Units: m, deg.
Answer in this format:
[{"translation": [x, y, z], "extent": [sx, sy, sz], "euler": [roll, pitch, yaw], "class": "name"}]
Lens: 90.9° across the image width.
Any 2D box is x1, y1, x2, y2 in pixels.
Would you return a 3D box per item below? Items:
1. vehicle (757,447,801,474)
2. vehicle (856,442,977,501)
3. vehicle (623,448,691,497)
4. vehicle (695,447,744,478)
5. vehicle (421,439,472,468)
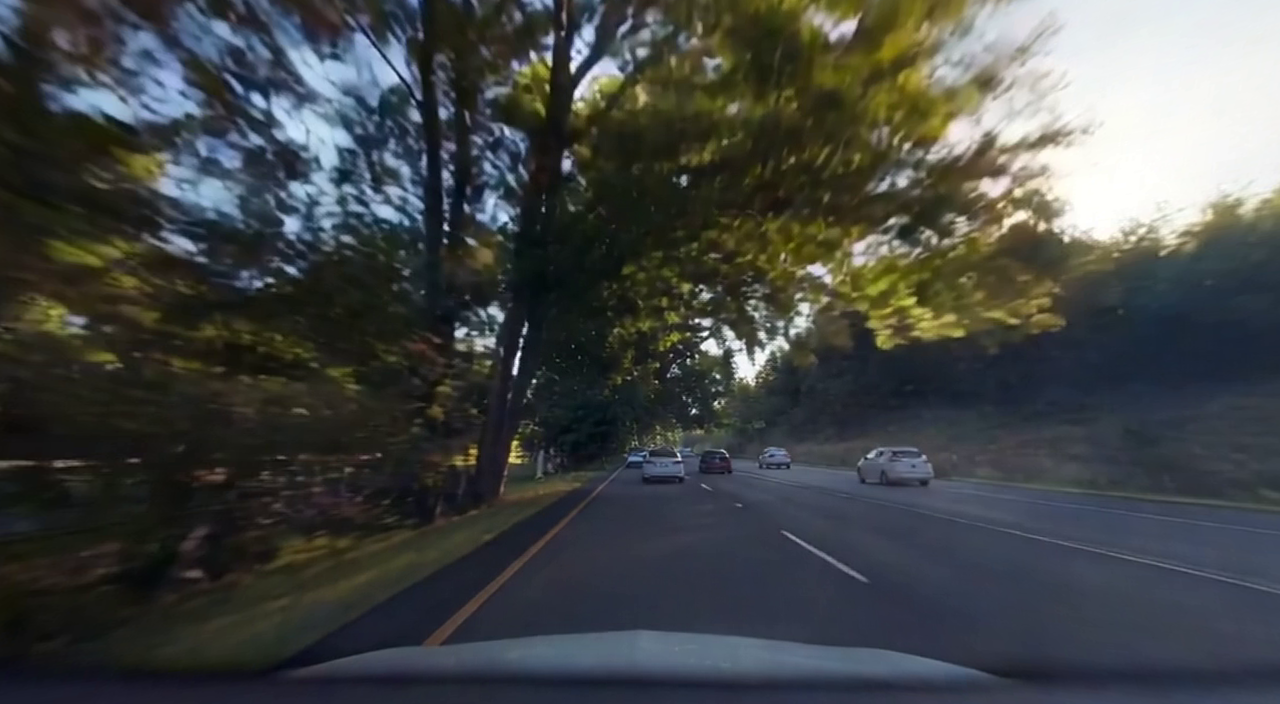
[{"translation": [8.860, 6.939, 40.422], "extent": [1.957, 1.594, 3.632], "euler": [0, -9, -1], "class": "vehicle"}, {"translation": [8.131, 3.529, 18.948], "extent": [1.847, 1.554, 3.752], "euler": [0, -9, -1], "class": "vehicle"}, {"translation": [0.487, 3.894, 20.757], "extent": [2.020, 1.426, 3.702], "euler": [0, -9, -1], "class": "vehicle"}, {"translation": [4.191, 5.902, 33.848], "extent": [1.981, 1.518, 4.029], "euler": [0, -9, -1], "class": "vehicle"}, {"translation": [-13.184, 6.943, 43.254], "extent": [2.052, 1.824, 4.667], "euler": [0, -9, 0], "class": "vehicle"}]
